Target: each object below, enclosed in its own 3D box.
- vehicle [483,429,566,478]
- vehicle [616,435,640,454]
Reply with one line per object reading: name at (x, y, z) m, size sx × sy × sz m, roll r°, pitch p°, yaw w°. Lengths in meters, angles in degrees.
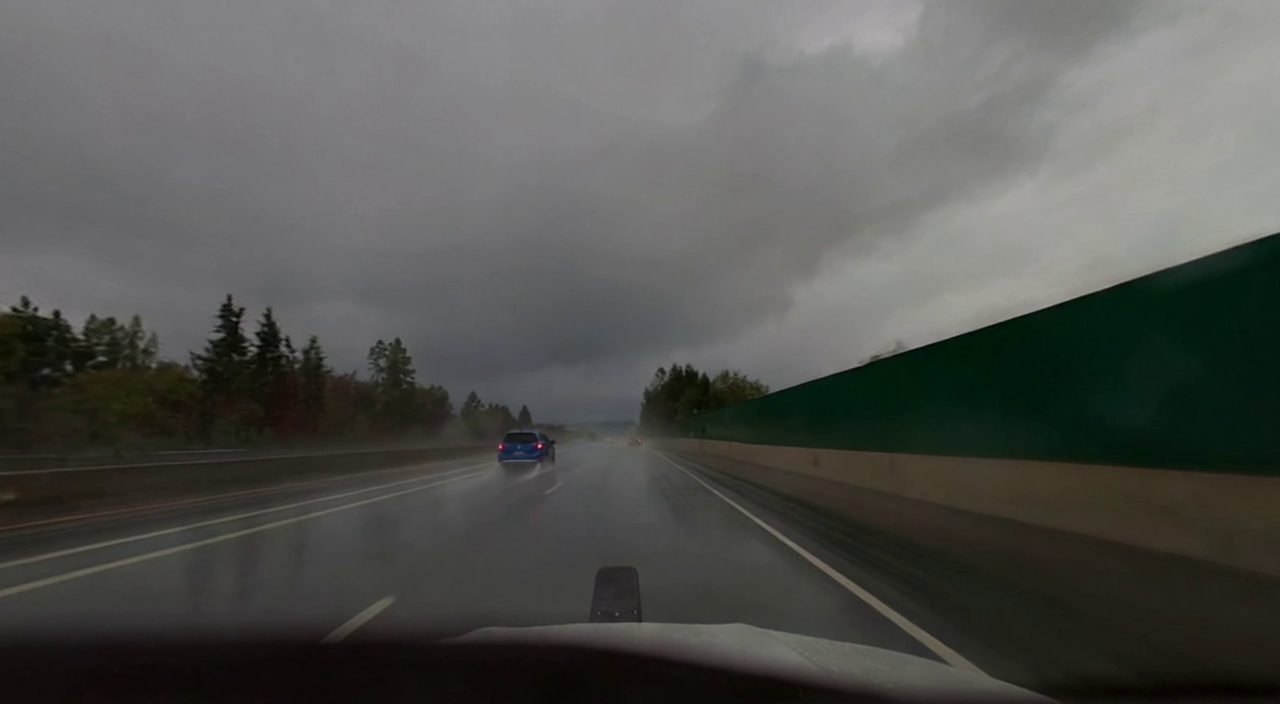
vehicle at (-3.935, 3.530, 22.345) m, size 2.072 × 1.545 × 4.767 m, roll 0°, pitch -8°, yaw 0°
vehicle at (-0.925, 7.200, 49.254) m, size 1.836 × 1.450 × 3.519 m, roll 0°, pitch -8°, yaw -1°
